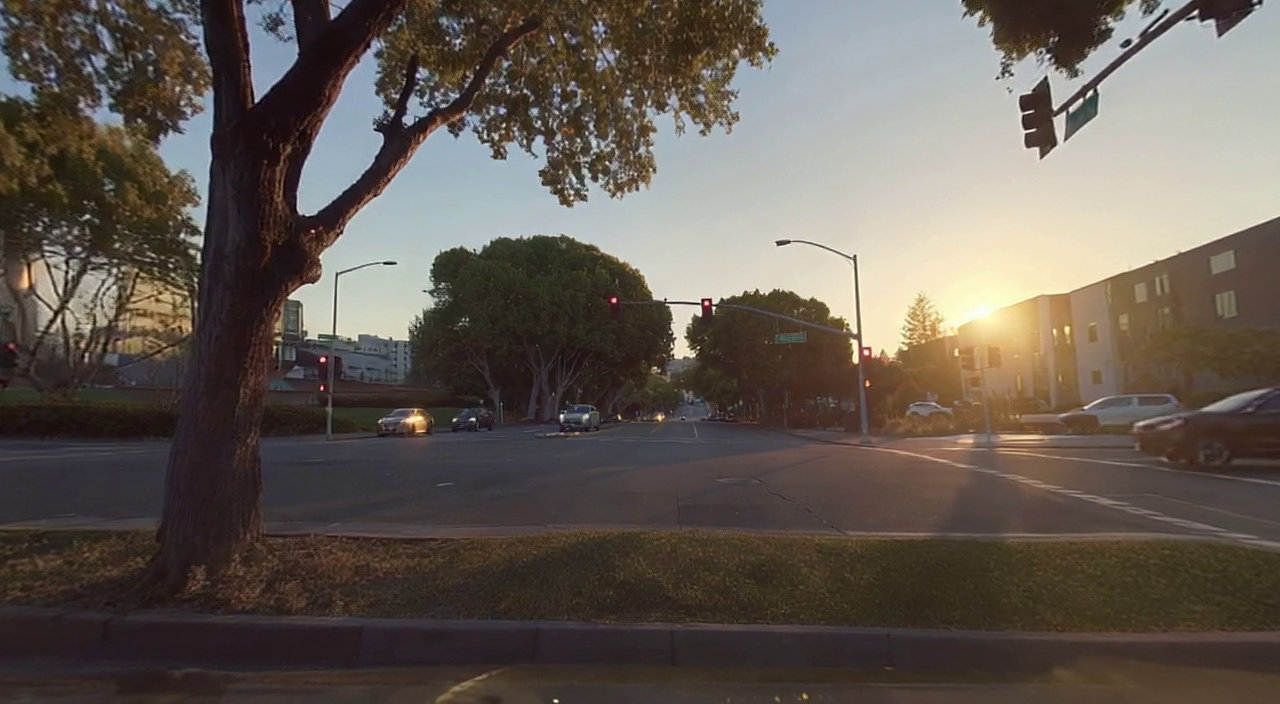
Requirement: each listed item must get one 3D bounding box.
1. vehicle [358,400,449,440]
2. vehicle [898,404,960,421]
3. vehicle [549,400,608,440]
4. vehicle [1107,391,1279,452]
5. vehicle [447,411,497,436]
[{"bbox_3d":[-12.316,3.666,33.346,2.340,1.902,4.920,-1,-9,8],"label":"vehicle"},{"bbox_3d":[22.290,4.683,48.861,3.933,1.219,1.700,0,-9,4],"label":"vehicle"},{"bbox_3d":[-3.225,3.800,34.521,2.306,1.907,5.382,-1,-8,4],"label":"vehicle"},{"bbox_3d":[16.348,2.032,18.181,4.201,1.663,1.848,-1,-8,3],"label":"vehicle"},{"bbox_3d":[-11.028,4.777,41.779,1.899,1.510,4.294,-1,-8,4],"label":"vehicle"}]
